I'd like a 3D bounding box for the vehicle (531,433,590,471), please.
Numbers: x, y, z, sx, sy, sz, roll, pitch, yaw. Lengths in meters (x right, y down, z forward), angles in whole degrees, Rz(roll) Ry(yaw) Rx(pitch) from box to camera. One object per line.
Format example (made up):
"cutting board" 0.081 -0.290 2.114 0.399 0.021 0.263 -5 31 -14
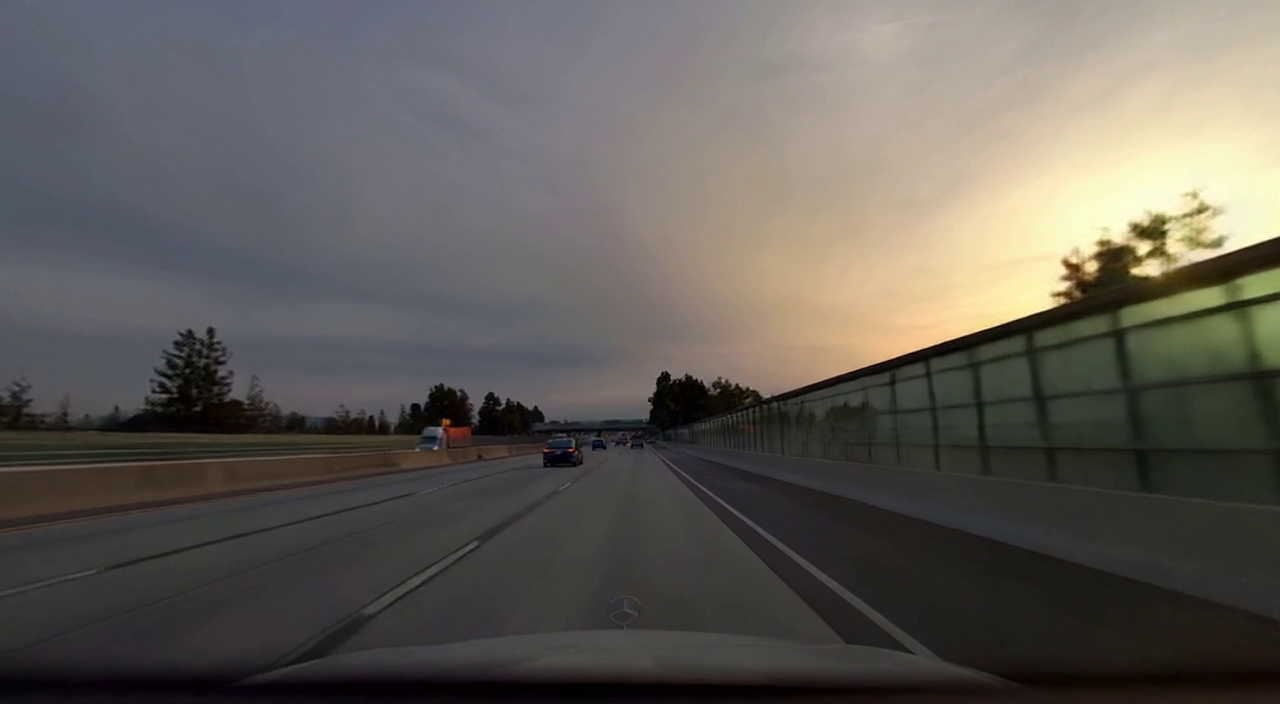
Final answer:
"vehicle" -3.480 4.463 28.221 2.059 1.541 4.296 0 -8 0
